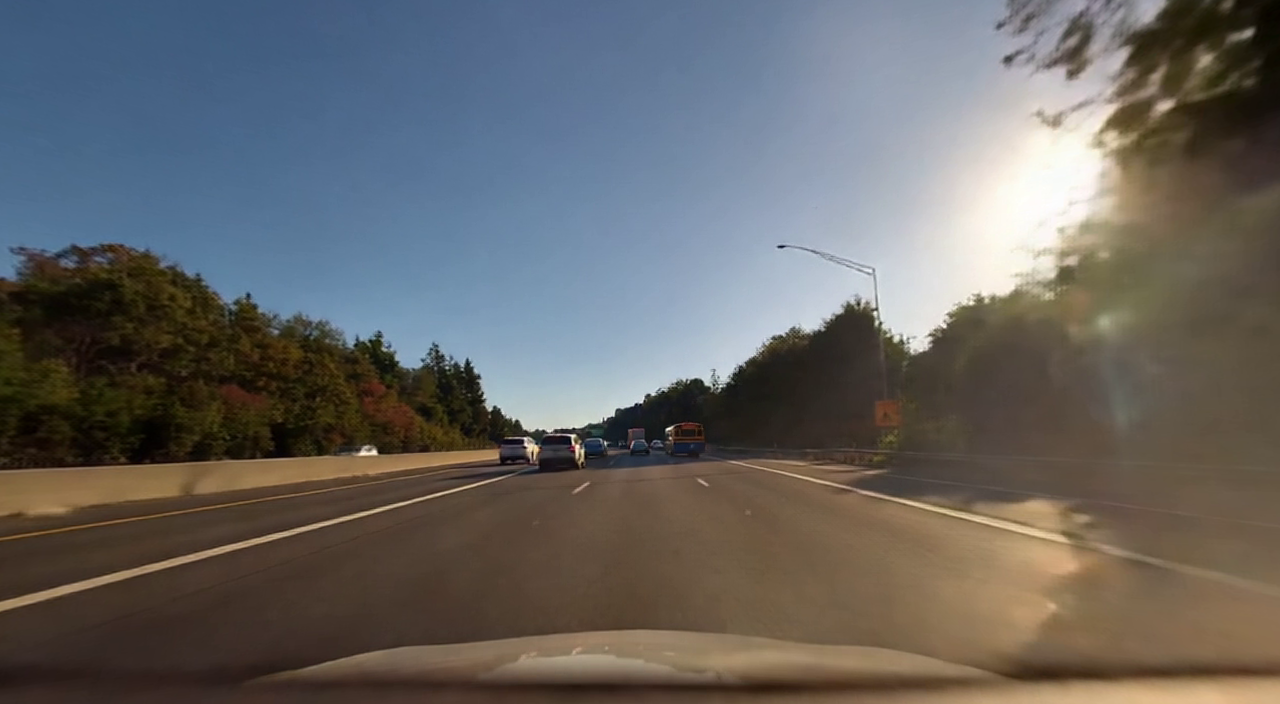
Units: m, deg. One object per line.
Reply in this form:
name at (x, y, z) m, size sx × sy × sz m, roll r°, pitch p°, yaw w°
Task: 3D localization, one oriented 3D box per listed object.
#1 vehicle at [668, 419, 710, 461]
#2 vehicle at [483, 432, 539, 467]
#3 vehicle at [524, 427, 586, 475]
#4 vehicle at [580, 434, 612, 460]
vehicle at (3.547, 6.603, 47.143) m, size 2.573 × 2.828 × 6.754 m, roll 0°, pitch -8°, yaw 0°
vehicle at (-7.423, 5.709, 36.859) m, size 2.217 × 1.870 × 5.075 m, roll 0°, pitch -8°, yaw 0°
vehicle at (-3.596, 4.283, 27.464) m, size 2.016 × 1.898 × 4.458 m, roll 0°, pitch -8°, yaw 1°
vehicle at (-3.374, 7.411, 49.234) m, size 2.155 × 1.843 × 4.567 m, roll 0°, pitch -8°, yaw 0°
